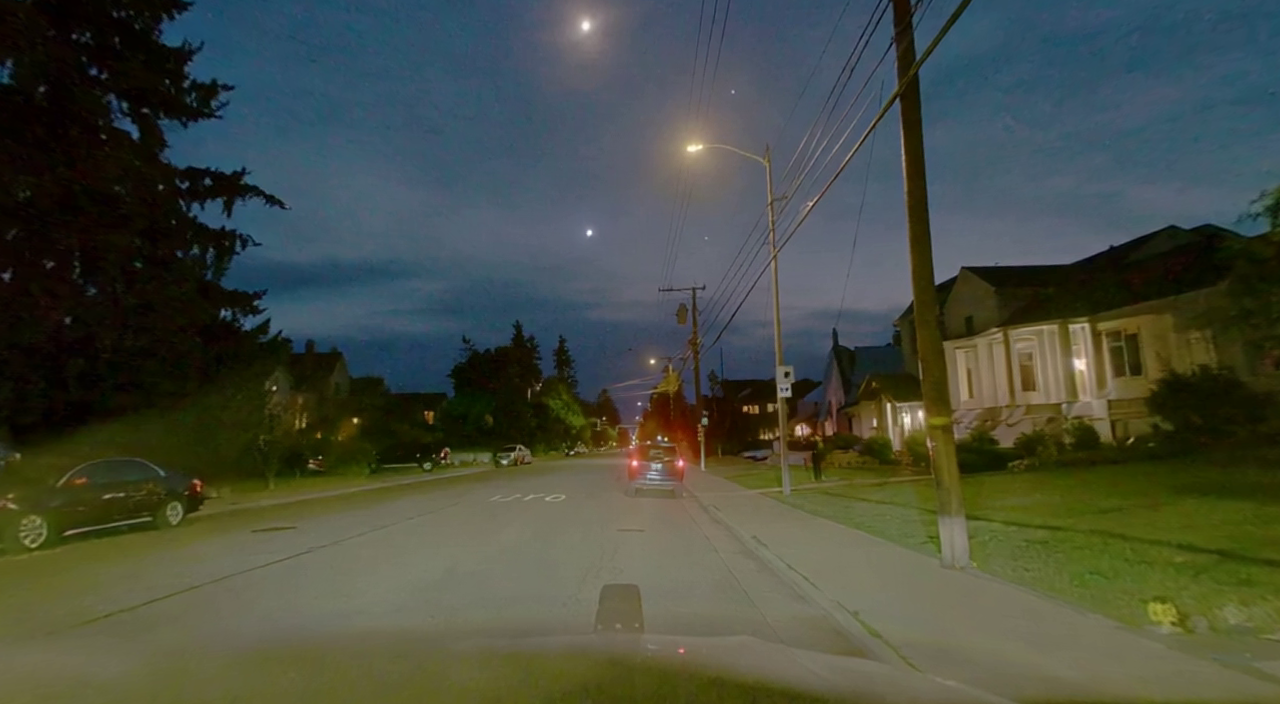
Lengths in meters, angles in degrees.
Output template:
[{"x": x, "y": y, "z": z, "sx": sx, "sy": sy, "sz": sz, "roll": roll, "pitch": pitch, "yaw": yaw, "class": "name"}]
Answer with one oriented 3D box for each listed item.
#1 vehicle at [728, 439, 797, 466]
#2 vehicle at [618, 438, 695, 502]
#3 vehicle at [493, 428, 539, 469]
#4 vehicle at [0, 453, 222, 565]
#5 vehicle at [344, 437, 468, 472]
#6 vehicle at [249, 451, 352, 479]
[{"x": 7.855, "y": 6.496, "z": 40.773, "sx": 4.075, "sy": 1.674, "sz": 1.811, "roll": 0, "pitch": -8, "yaw": 0, "class": "vehicle"}, {"x": 0.474, "y": 3.191, "z": 17.382, "sx": 1.908, "sy": 1.572, "sz": 3.105, "roll": 0, "pitch": -8, "yaw": 3, "class": "vehicle"}, {"x": -9.440, "y": 7.422, "z": 48.585, "sx": 2.199, "sy": 2.902, "sz": 5.848, "roll": 0, "pitch": -8, "yaw": 1, "class": "vehicle"}, {"x": -9.497, "y": 2.424, "z": 10.454, "sx": 1.968, "sy": 1.449, "sz": 4.502, "roll": 0, "pitch": -8, "yaw": 2, "class": "vehicle"}, {"x": -14.015, "y": 6.183, "z": 38.114, "sx": 6.488, "sy": 2.009, "sz": 2.354, "roll": 0, "pitch": -8, "yaw": 1, "class": "vehicle"}, {"x": -18.205, "y": 6.082, "z": 33.995, "sx": 4.481, "sy": 1.420, "sz": 1.712, "roll": 1, "pitch": -9, "yaw": -3, "class": "vehicle"}]
